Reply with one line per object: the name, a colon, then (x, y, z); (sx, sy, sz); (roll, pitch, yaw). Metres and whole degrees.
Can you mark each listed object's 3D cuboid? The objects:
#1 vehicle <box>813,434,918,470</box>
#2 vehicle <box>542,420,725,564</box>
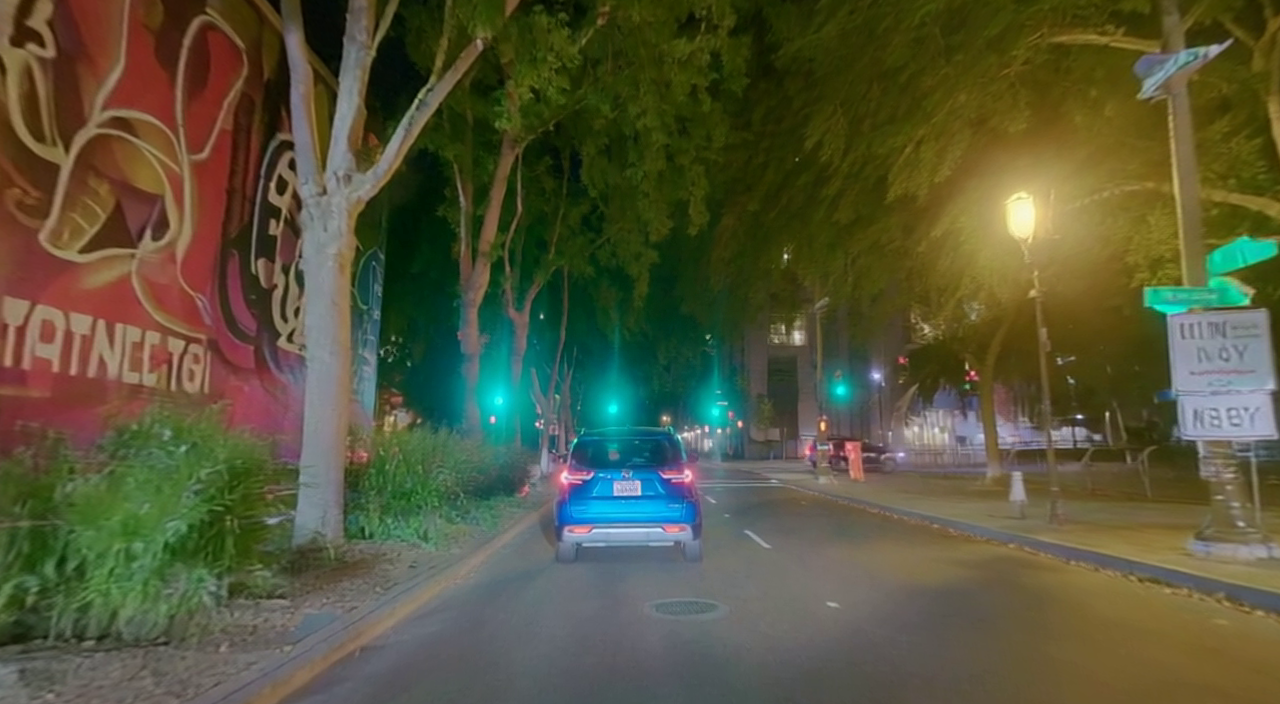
vehicle: (13.662, 6.030, 38.311); (5.513, 2.063, 2.448); (2, -9, -15)
vehicle: (-0.078, 1.884, 9.192); (2.079, 1.621, 3.861); (0, -8, 0)
